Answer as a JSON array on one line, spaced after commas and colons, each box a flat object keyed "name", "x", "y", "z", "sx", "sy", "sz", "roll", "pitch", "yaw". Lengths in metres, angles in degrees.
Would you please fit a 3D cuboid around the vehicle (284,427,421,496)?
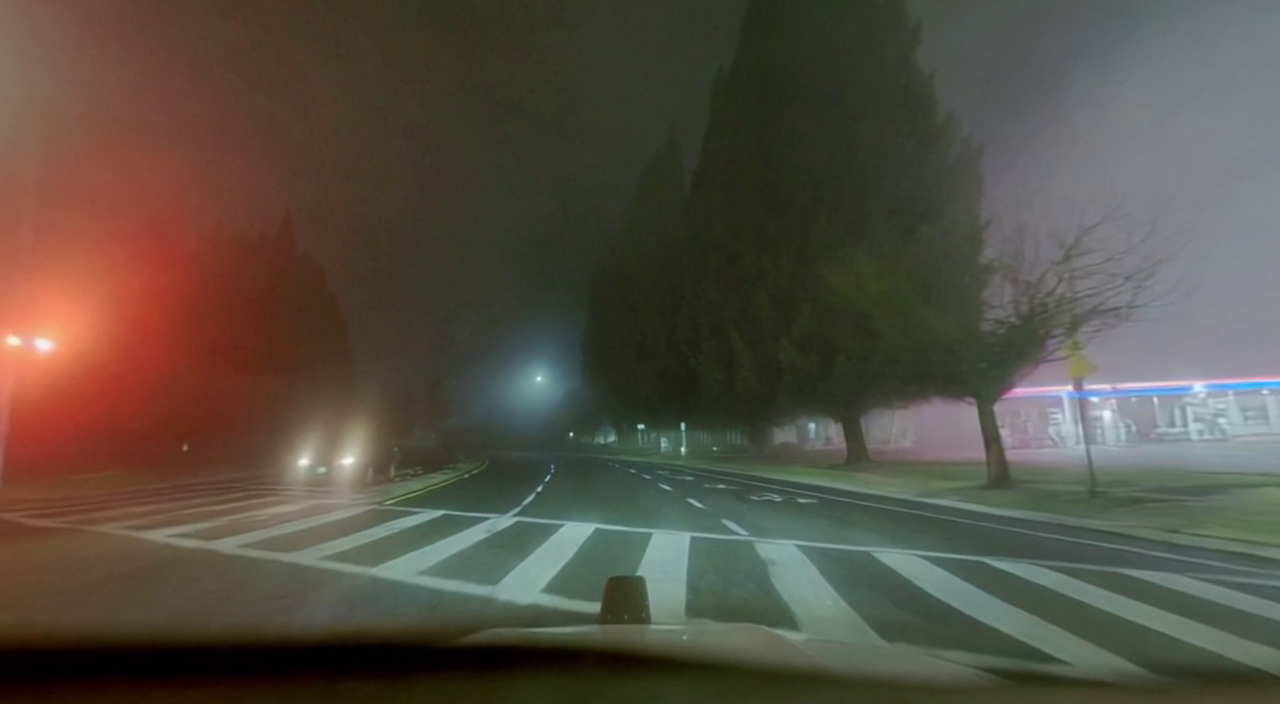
[{"name": "vehicle", "x": -7.752, "y": 2.985, "z": 17.567, "sx": 2.048, "sy": 1.670, "sz": 4.450, "roll": 1, "pitch": -8, "yaw": -5}]
